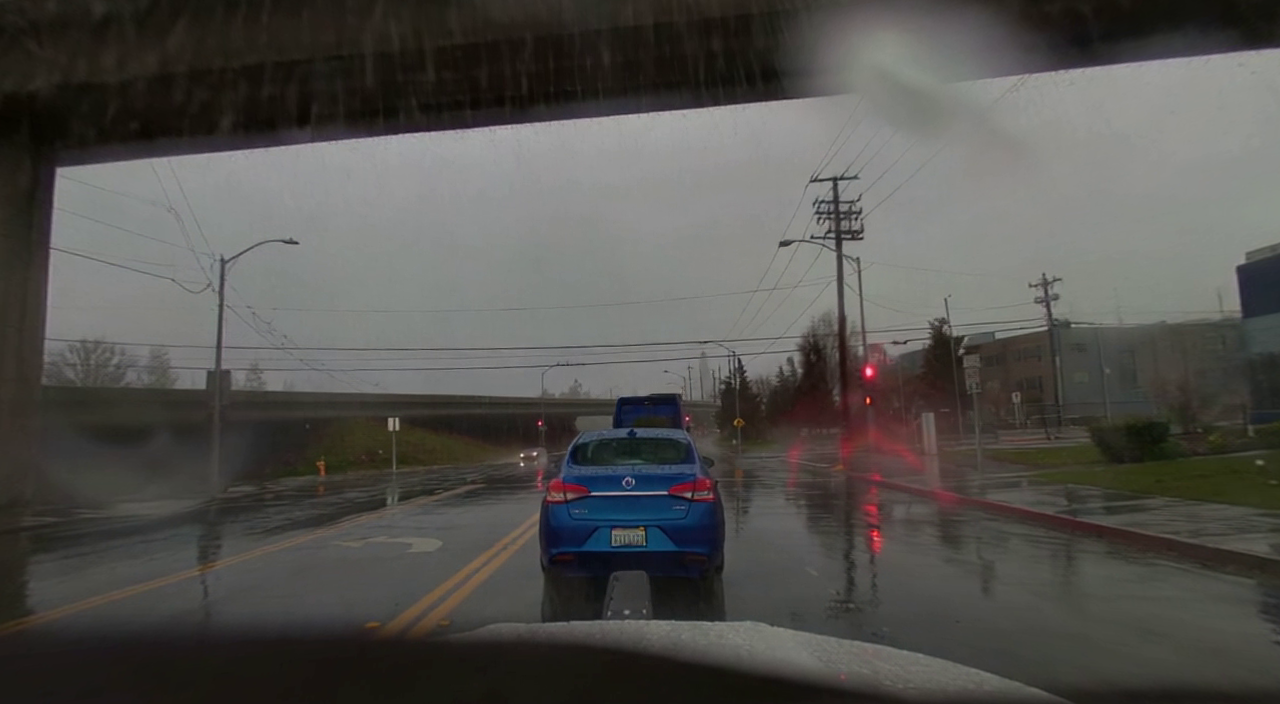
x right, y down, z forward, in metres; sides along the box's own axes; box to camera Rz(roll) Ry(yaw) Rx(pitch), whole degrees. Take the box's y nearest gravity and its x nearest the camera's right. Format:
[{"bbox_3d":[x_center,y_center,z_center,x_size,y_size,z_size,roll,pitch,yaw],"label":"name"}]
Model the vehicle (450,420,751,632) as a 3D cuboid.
[{"bbox_3d":[-0.241,1.524,6.473,2.090,1.458,4.033,-1,-9,1],"label":"vehicle"}]
